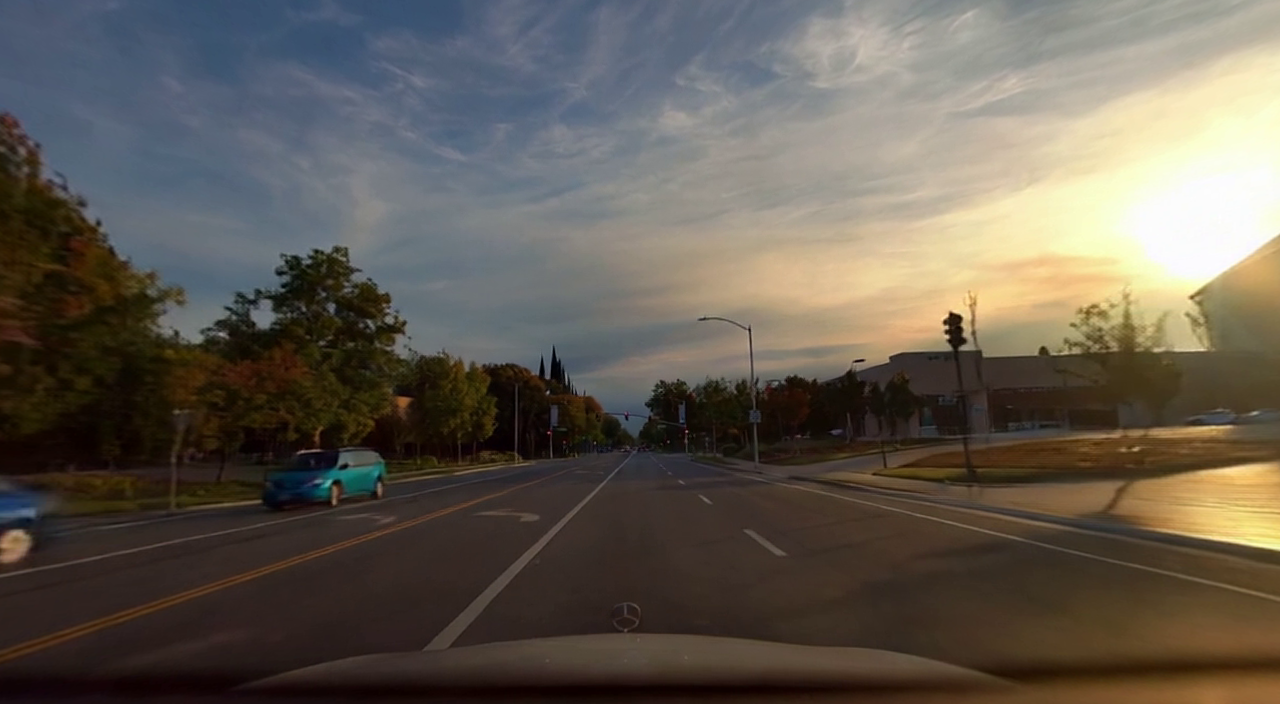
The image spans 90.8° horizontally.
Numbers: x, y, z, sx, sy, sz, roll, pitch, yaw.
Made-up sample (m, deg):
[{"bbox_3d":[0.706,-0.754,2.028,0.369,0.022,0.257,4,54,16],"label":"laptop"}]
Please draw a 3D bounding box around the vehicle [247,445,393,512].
[{"bbox_3d":[-9.234,3.646,18.771,2.066,1.709,4.509,0,-9,-2],"label":"vehicle"}]
